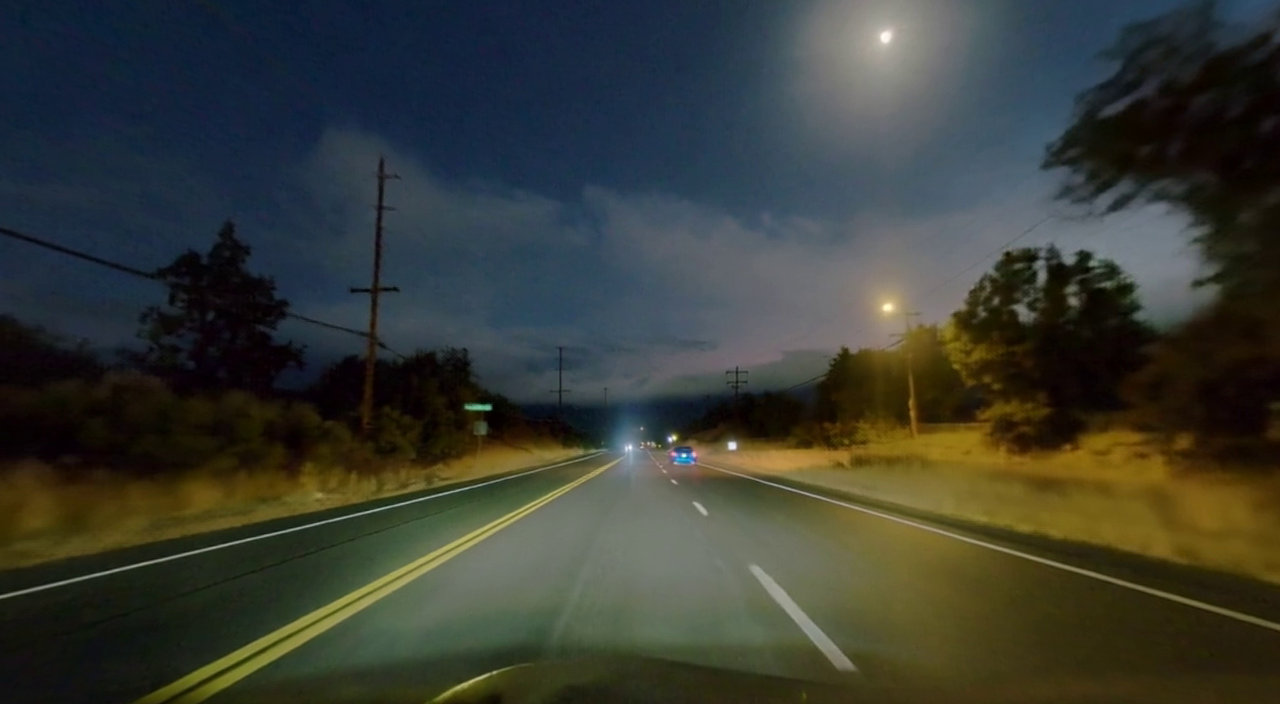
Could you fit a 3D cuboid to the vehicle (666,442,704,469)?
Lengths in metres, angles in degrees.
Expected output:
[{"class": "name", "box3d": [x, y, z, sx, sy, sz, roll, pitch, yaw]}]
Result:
[{"class": "vehicle", "box3d": [3.007, 6.992, 42.883, 2.135, 1.692, 4.185, 0, -9, -2]}]
